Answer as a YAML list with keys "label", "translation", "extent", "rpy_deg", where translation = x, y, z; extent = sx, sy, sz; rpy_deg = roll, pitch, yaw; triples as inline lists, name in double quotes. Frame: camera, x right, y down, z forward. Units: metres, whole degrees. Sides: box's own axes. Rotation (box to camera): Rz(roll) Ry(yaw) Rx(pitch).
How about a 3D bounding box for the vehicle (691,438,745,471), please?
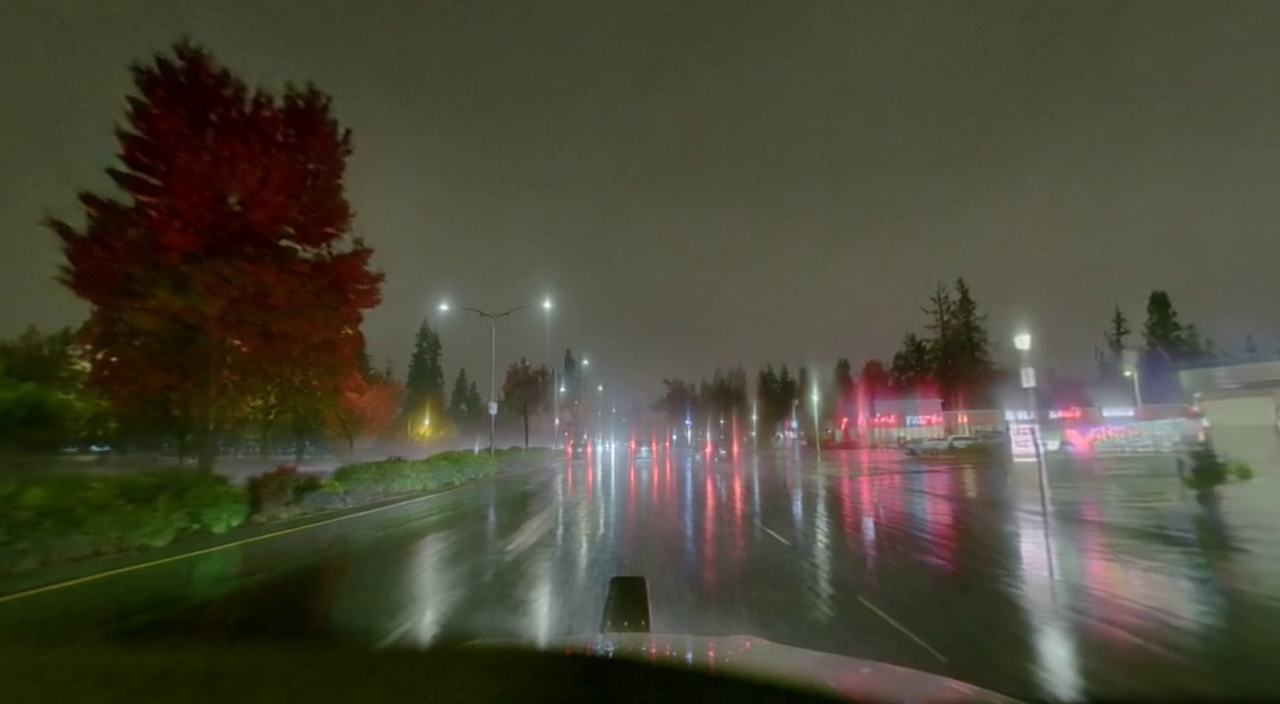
- label: "vehicle"
  translation: [3.705, 4.978, 30.799]
  extent: [2.012, 1.462, 4.400]
  rpy_deg: [0, -8, -1]

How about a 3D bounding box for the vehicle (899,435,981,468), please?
- label: "vehicle"
  translation: [15.275, 5.098, 32.389]
  extent: [2.099, 1.526, 4.555]
  rpy_deg: [-1, -8, 2]

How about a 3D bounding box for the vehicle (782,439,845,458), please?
- label: "vehicle"
  translation: [13.628, 7.639, 49.860]
  extent: [4.622, 1.469, 1.934]
  rpy_deg: [-2, -9, 11]

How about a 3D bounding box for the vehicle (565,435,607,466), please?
- label: "vehicle"
  translation: [-3.011, 5.622, 36.043]
  extent: [1.995, 1.607, 4.086]
  rpy_deg: [0, -8, 1]

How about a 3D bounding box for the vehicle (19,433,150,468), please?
- label: "vehicle"
  translation: [-35.246, 6.262, 40.400]
  extent: [2.578, 1.973, 6.455]
  rpy_deg: [1, -8, -1]

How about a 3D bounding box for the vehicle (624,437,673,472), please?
- label: "vehicle"
  translation: [0.366, 4.667, 28.905]
  extent: [2.059, 1.477, 4.216]
  rpy_deg: [0, -8, 0]

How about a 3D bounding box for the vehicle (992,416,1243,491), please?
- label: "vehicle"
  translation: [13.215, 2.860, 17.789]
  extent: [5.144, 1.834, 2.188]
  rpy_deg: [-2, -9, 2]
